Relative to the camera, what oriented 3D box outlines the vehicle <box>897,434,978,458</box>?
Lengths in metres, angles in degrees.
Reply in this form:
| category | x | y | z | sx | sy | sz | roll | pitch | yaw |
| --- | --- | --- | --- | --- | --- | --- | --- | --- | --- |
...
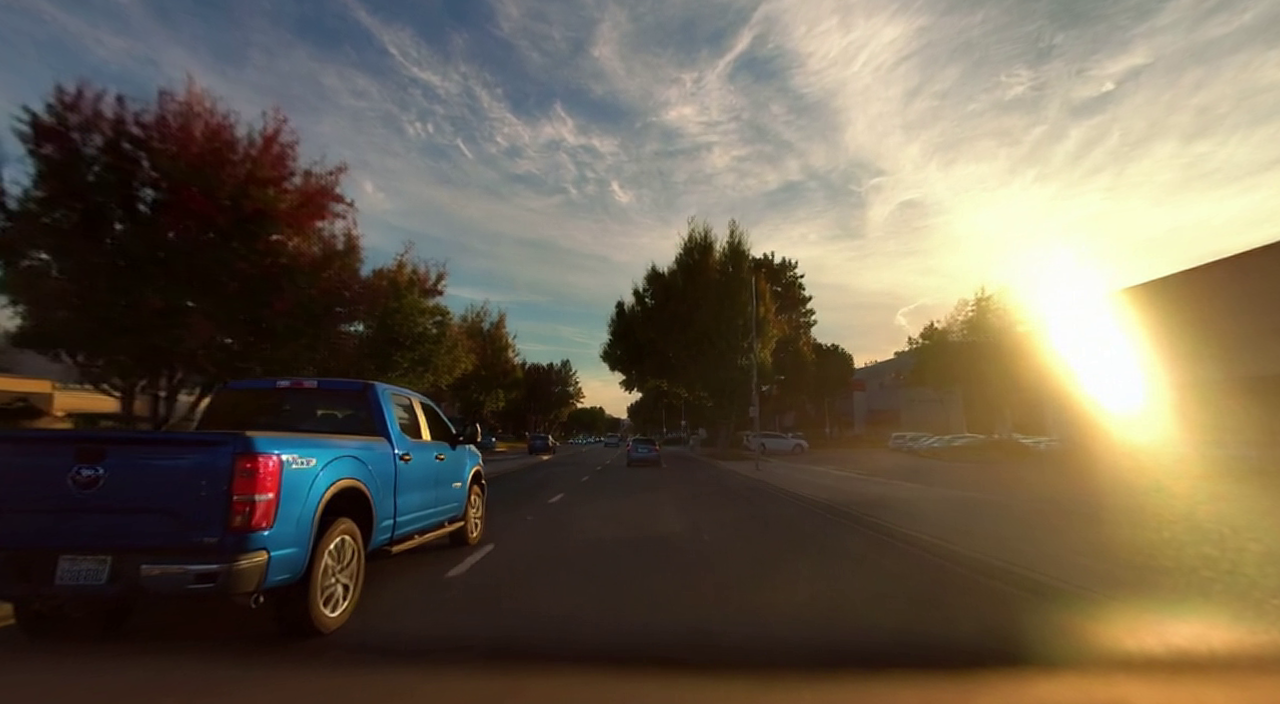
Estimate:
| category | x | y | z | sx | sy | sz | roll | pitch | yaw |
| --- | --- | --- | --- | --- | --- | --- | --- | --- | --- |
| vehicle | 20.783 | 6.528 | 43.852 | 4.836 | 1.567 | 2.051 | -5 | -9 | 31 |

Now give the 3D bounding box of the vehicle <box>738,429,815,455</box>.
| category | x | y | z | sx | sy | sz | roll | pitch | yaw |
| --- | --- | --- | --- | --- | --- | --- | --- | --- | --- |
| vehicle | 9.586 | 6.335 | 44.152 | 5.109 | 1.735 | 1.997 | 4 | -9 | -25 |

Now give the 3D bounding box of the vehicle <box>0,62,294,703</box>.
| category | x | y | z | sx | sy | sz | roll | pitch | yaw |
| --- | --- | --- | --- | --- | --- | --- | --- | --- | --- |
| vehicle | -3.508 | 0.170 | 1.028 | 2.733 | 2.495 | 5.037 | 0 | -8 | 3 |

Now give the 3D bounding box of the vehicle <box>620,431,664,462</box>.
| category | x | y | z | sx | sy | sz | roll | pitch | yaw |
| --- | --- | --- | --- | --- | --- | --- | --- | --- | --- |
| vehicle | 0.109 | 5.049 | 33.662 | 2.191 | 1.530 | 4.470 | 0 | -8 | 0 |

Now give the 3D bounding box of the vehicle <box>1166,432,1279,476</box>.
| category | x | y | z | sx | sy | sz | roll | pitch | yaw |
| --- | --- | --- | --- | --- | --- | --- | --- | --- | --- |
| vehicle | 22.080 | 3.633 | 22.614 | 4.437 | 1.485 | 2.027 | -5 | -9 | 30 |

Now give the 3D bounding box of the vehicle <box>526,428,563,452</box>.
| category | x | y | z | sx | sy | sz | roll | pitch | yaw |
| --- | --- | --- | --- | --- | --- | --- | --- | --- | --- |
| vehicle | -7.493 | 6.964 | 49.709 | 2.146 | 1.788 | 5.153 | 0 | -8 | 0 |
